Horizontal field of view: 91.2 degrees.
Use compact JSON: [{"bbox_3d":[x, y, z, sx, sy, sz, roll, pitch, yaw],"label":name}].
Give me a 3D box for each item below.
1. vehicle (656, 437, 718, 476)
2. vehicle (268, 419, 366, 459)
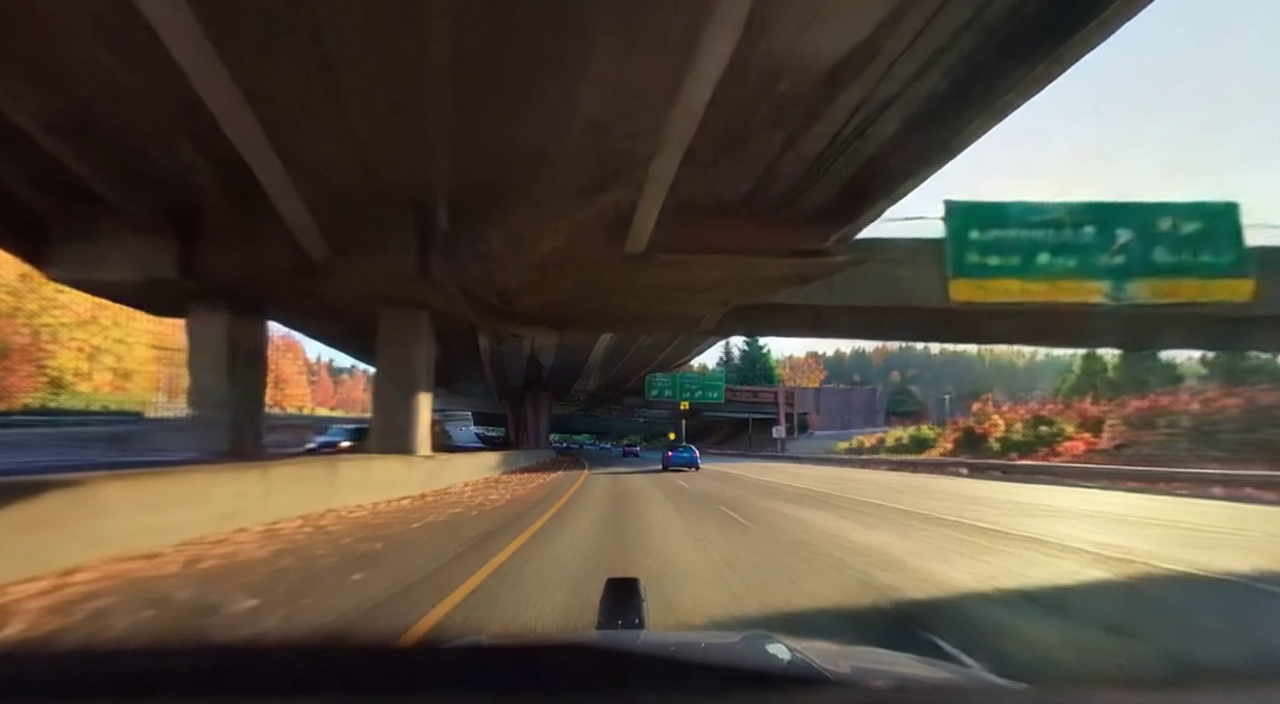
[{"bbox_3d":[2.063,4.814,28.933,2.337,1.633,4.222,0,-9,-2],"label":"vehicle"},{"bbox_3d":[-13.626,3.759,26.777,1.868,1.510,4.491,0,-9,-2],"label":"vehicle"}]
